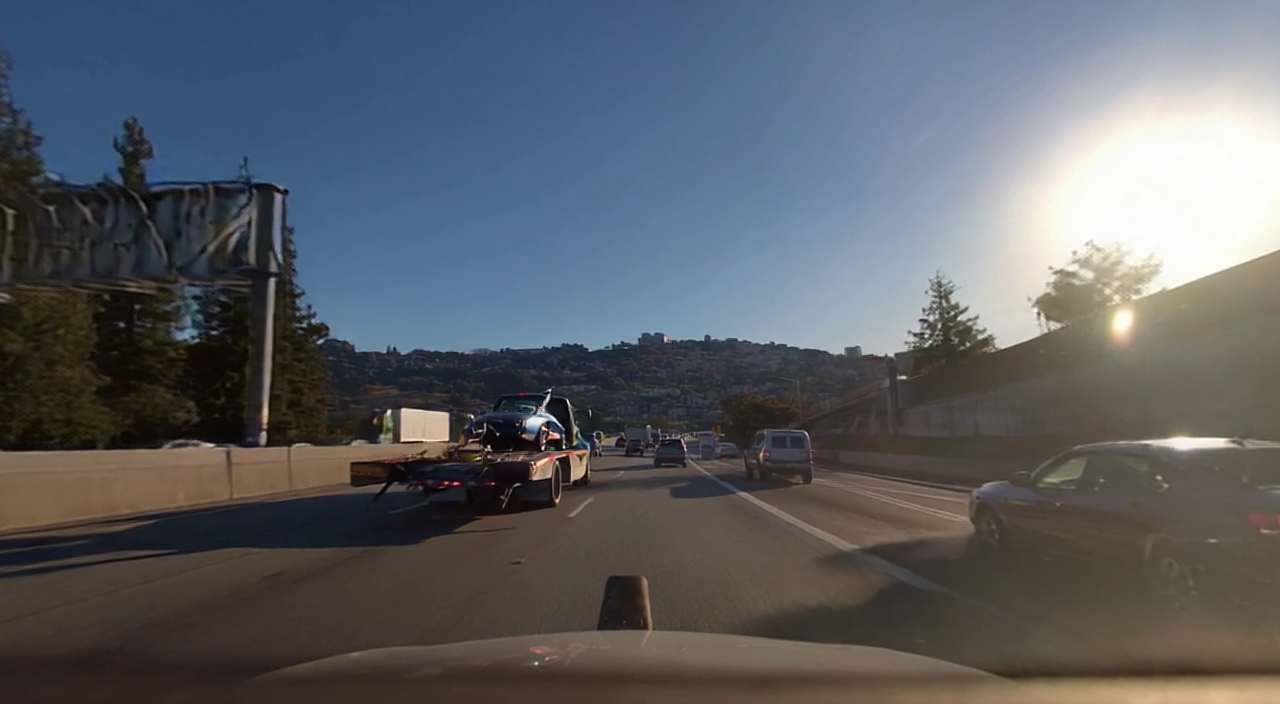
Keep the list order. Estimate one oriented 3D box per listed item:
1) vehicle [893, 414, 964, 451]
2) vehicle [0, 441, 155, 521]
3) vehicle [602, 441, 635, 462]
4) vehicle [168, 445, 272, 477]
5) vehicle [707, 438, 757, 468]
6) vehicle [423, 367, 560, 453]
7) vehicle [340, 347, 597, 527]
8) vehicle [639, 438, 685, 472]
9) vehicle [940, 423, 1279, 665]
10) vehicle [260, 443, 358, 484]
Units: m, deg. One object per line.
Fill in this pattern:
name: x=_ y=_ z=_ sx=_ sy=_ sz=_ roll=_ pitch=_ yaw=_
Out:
vehicle: x=20.678 y=5.868 z=45.440 sx=2.433 sy=2.488 sz=4.939 roll=1 pitch=-9 yaw=-4
vehicle: x=-13.006 y=2.621 z=13.178 sx=1.937 sy=1.489 sz=4.688 roll=0 pitch=-8 yaw=1
vehicle: x=-1.520 y=7.257 z=46.098 sx=2.016 sy=1.450 sz=4.310 roll=-1 pitch=-8 yaw=3
vehicle: x=-20.006 y=5.178 z=30.293 sx=1.891 sy=1.446 sz=4.389 roll=0 pitch=-8 yaw=2
vehicle: x=5.158 y=5.715 z=35.878 sx=2.075 sy=1.614 sz=4.682 roll=0 pitch=-8 yaw=-1
vehicle: x=-3.181 y=1.471 z=14.655 sx=1.893 sy=1.674 sz=4.766 roll=0 pitch=-8 yaw=2
vehicle: x=-3.166 y=2.127 z=15.557 sx=3.162 sy=2.955 sz=10.282 roll=0 pitch=-8 yaw=2
vehicle: x=1.043 y=4.909 z=30.204 sx=2.079 sy=1.499 sz=3.915 roll=0 pitch=-8 yaw=2
vehicle: x=4.894 y=1.461 z=5.748 sx=2.040 sy=1.481 sz=4.260 roll=0 pitch=-8 yaw=-3
vehicle: x=-12.984 y=4.363 z=25.003 sx=1.824 sy=1.475 sz=3.671 roll=0 pitch=-8 yaw=2
